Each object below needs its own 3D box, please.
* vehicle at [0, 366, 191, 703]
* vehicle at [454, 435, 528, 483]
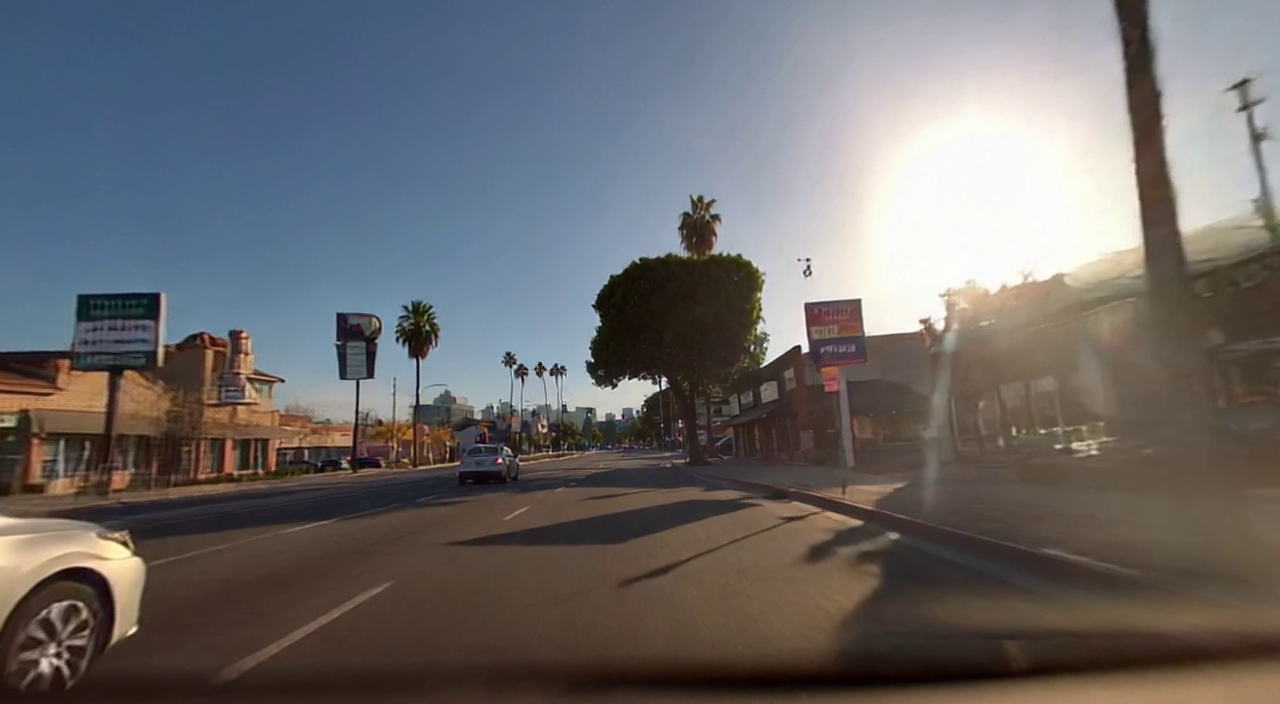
[{"bbox_3d":[-3.850,0.762,1.810,2.041,1.666,4.182,0,-8,-1],"label":"vehicle"},{"bbox_3d":[-6.199,4.501,26.731,2.136,1.844,4.363,0,-8,-1],"label":"vehicle"}]
